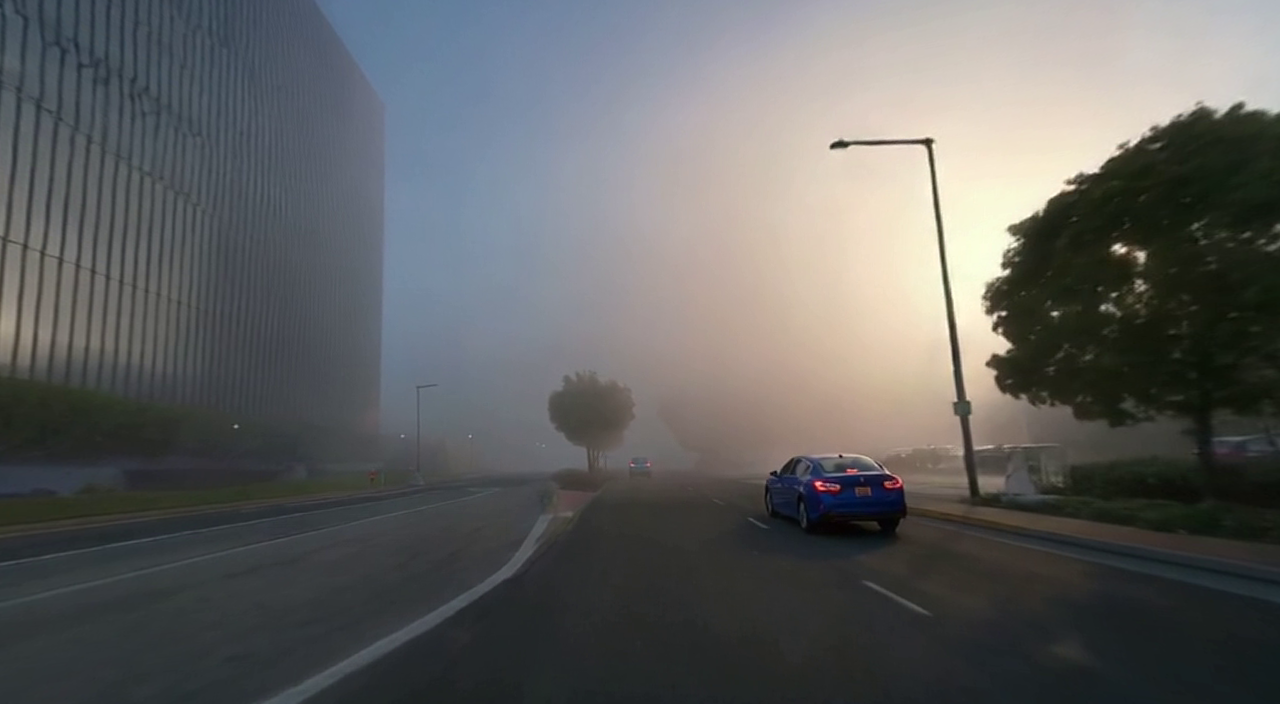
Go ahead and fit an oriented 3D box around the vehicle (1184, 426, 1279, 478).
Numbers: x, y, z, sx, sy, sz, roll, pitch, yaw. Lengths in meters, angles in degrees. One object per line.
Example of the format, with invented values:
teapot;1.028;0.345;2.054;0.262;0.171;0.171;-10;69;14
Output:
vehicle;20.540;3.220;20.291;4.373;1.580;1.729;0;-9;-2

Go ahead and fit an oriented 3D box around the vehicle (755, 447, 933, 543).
vehicle;3.646;2.610;12.185;1.993;1.501;4.127;0;-9;-1
